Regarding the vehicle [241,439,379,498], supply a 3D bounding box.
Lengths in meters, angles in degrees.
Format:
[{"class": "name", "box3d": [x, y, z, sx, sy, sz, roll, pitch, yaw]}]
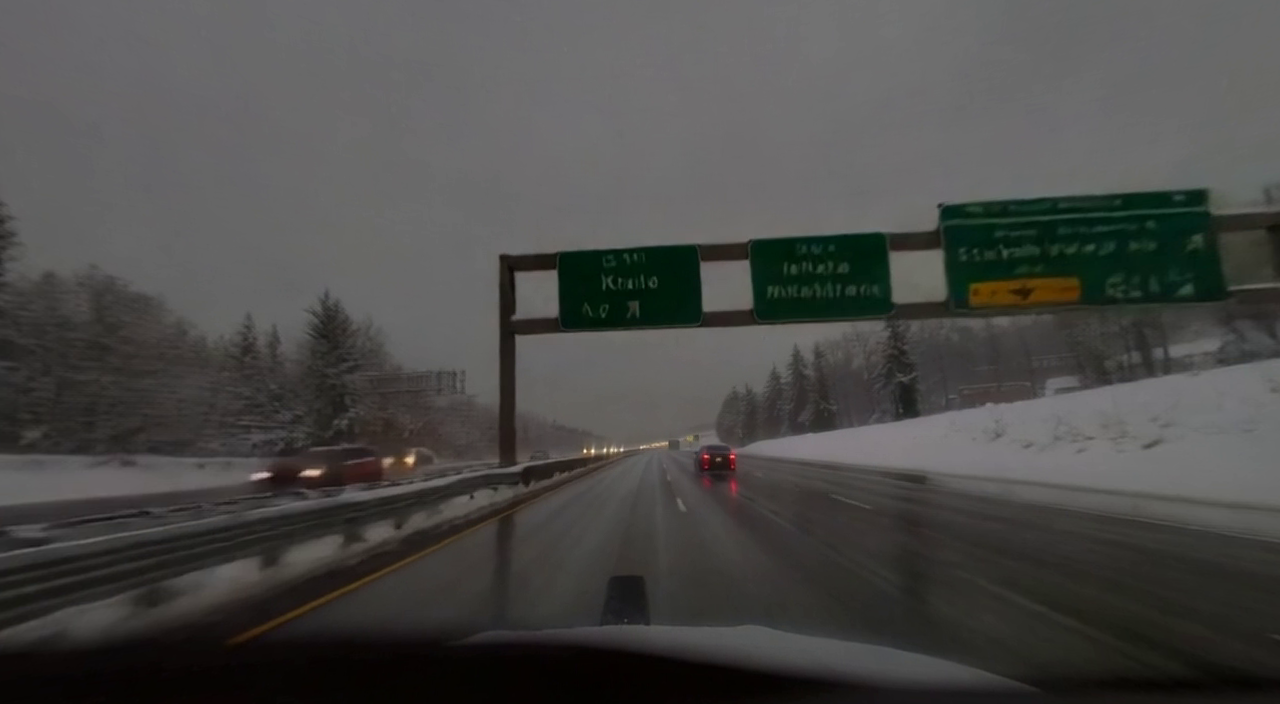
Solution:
[{"class": "vehicle", "box3d": [-9.913, 3.490, 19.379, 1.729, 1.580, 4.432, 0, -8, 2]}]

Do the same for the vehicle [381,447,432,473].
[{"class": "vehicle", "box3d": [-16.471, 7.611, 44.599, 1.919, 1.632, 4.313, -2, -8, 2]}]

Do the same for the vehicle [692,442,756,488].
[{"class": "vehicle", "box3d": [2.732, 3.728, 21.176, 1.683, 1.400, 3.868, 0, -8, 1]}]
